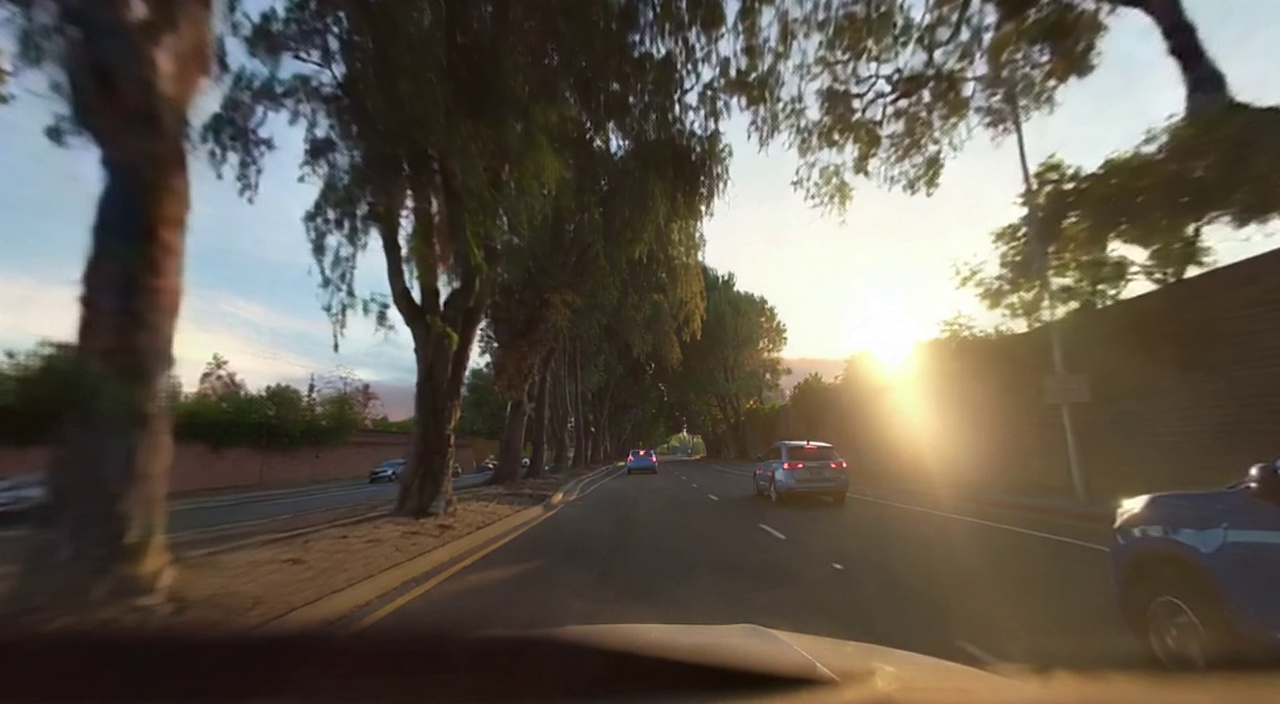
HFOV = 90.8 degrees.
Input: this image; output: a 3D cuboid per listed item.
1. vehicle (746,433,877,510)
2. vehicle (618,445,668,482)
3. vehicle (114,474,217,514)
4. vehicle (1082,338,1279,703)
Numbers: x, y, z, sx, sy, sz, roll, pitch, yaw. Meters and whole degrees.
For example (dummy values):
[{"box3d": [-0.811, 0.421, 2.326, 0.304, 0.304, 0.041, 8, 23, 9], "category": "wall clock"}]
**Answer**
[{"box3d": [4.374, 3.109, 17.002, 2.155, 1.752, 4.456, 0, -8, -1], "category": "vehicle"}, {"box3d": [0.149, 5.633, 32.218, 2.391, 1.739, 3.837, -1, -8, 0], "category": "vehicle"}, {"box3d": [-21.631, 6.452, 29.008, 1.752, 1.464, 3.975, 0, -8, -2], "category": "vehicle"}, {"box3d": [4.044, 0.606, 1.385, 2.470, 1.751, 5.015, -1, -8, 0], "category": "vehicle"}]
